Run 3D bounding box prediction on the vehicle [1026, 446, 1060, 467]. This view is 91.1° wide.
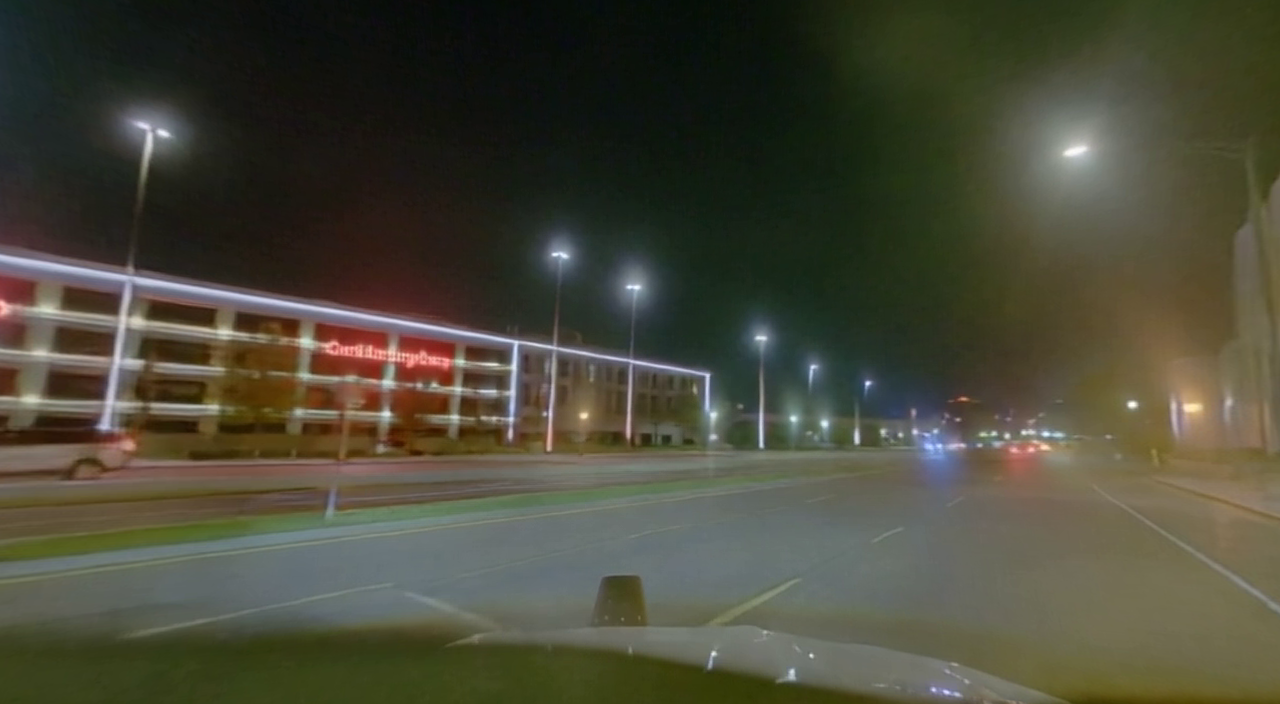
[{"bbox_3d":[31.573,8.179,49.272,2.055,1.503,4.632,-5,-10,31],"label":"vehicle"}]

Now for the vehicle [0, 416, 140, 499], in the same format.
[{"bbox_3d":[-14.652,2.368,14.165,2.030,1.775,4.713,-6,-10,32],"label":"vehicle"}]
